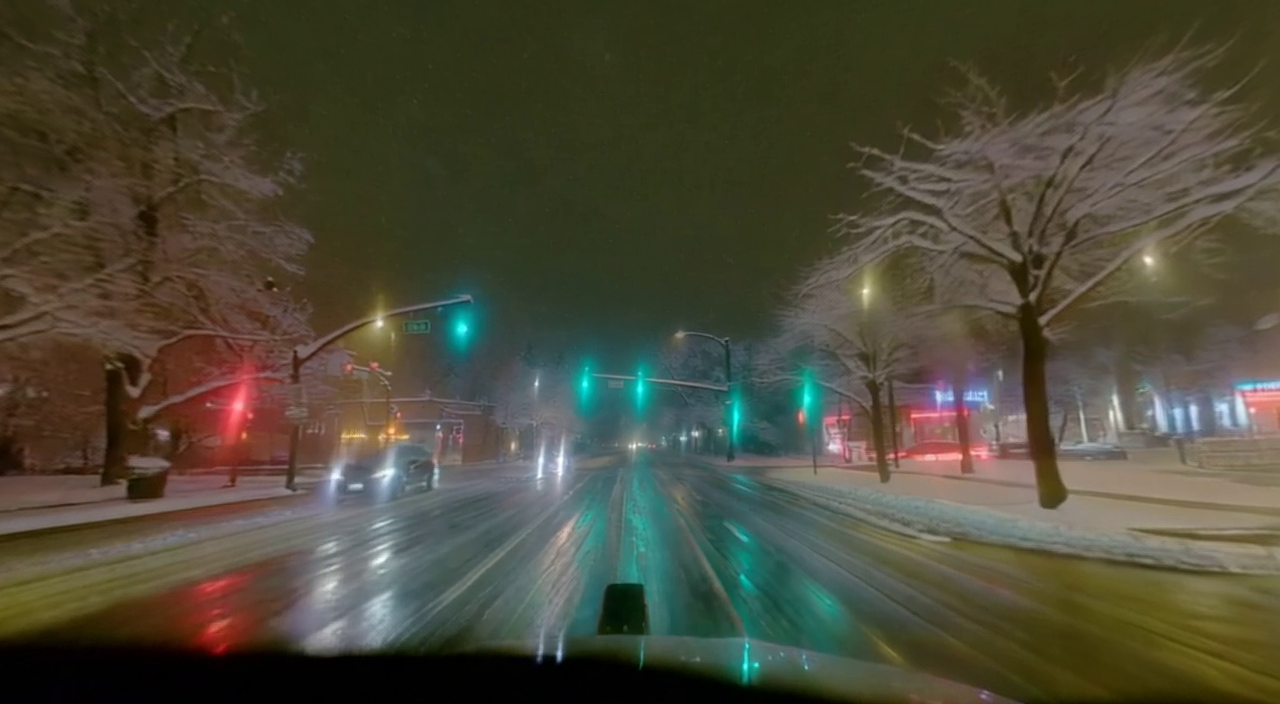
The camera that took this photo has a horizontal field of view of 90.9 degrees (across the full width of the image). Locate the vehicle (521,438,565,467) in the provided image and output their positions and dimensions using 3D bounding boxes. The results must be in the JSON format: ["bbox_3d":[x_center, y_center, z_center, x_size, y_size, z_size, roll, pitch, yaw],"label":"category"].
[{"bbox_3d":[-6.205,6.508,40.878,2.041,1.756,4.392,0,-8,1],"label":"vehicle"}]

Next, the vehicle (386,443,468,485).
[{"bbox_3d":[-8.727,4.590,26.198,1.978,1.561,3.907,0,-8,1],"label":"vehicle"}]

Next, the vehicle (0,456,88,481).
[{"bbox_3d":[-36.972,7.121,38.633,4.338,1.447,1.985,0,-8,0],"label":"vehicle"}]

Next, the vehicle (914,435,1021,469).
[{"bbox_3d":[16.628,5.091,32.128,4.299,1.679,2.011,0,-8,-1],"label":"vehicle"}]

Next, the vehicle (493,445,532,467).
[{"bbox_3d":[-9.405,7.708,46.734,2.071,1.534,4.025,0,-8,0],"label":"vehicle"}]
